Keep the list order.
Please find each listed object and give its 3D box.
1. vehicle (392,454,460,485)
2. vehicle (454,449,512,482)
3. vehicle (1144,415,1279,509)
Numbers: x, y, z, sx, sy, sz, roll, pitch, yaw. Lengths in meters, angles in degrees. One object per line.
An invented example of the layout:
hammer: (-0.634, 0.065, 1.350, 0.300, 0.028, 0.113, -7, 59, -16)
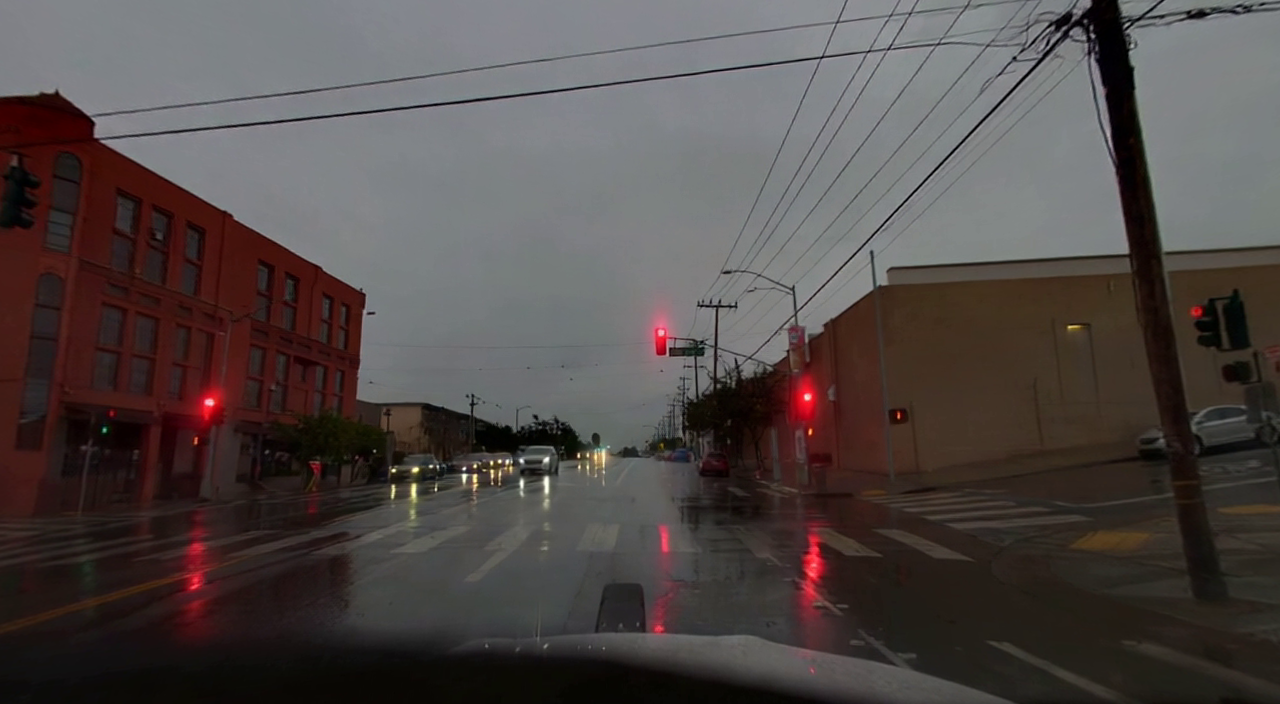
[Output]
vehicle: (-12.014, 6.604, 35.731, 1.943, 1.574, 4.727, 0, -9, 3)
vehicle: (-8.678, 6.292, 35.159, 2.020, 1.672, 3.842, 0, -9, 3)
vehicle: (12.742, 2.203, 12.772, 3.234, 1.746, 1.941, -1, -9, 2)
